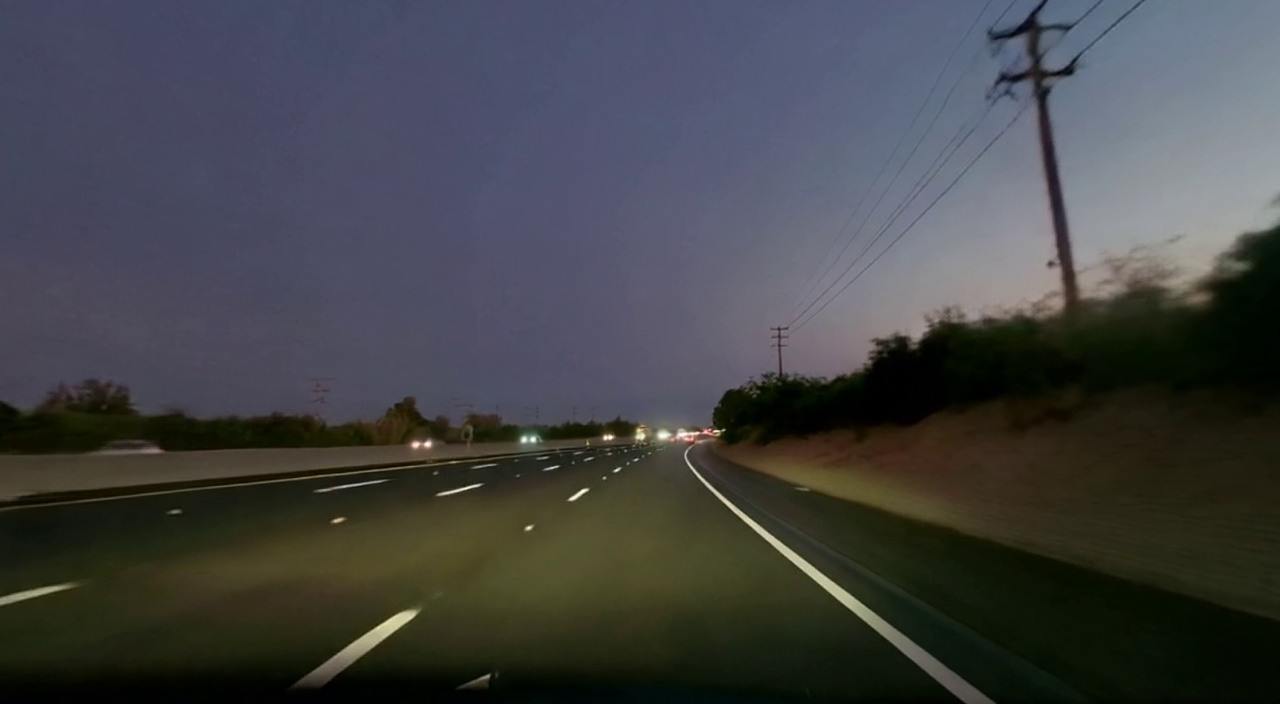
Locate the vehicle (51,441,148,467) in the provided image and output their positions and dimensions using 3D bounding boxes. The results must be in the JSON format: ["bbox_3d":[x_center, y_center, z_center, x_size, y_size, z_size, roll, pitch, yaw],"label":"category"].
[{"bbox_3d":[-32.622,6.177,38.235,1.806,1.451,4.457,0,-9,3],"label":"vehicle"}]
